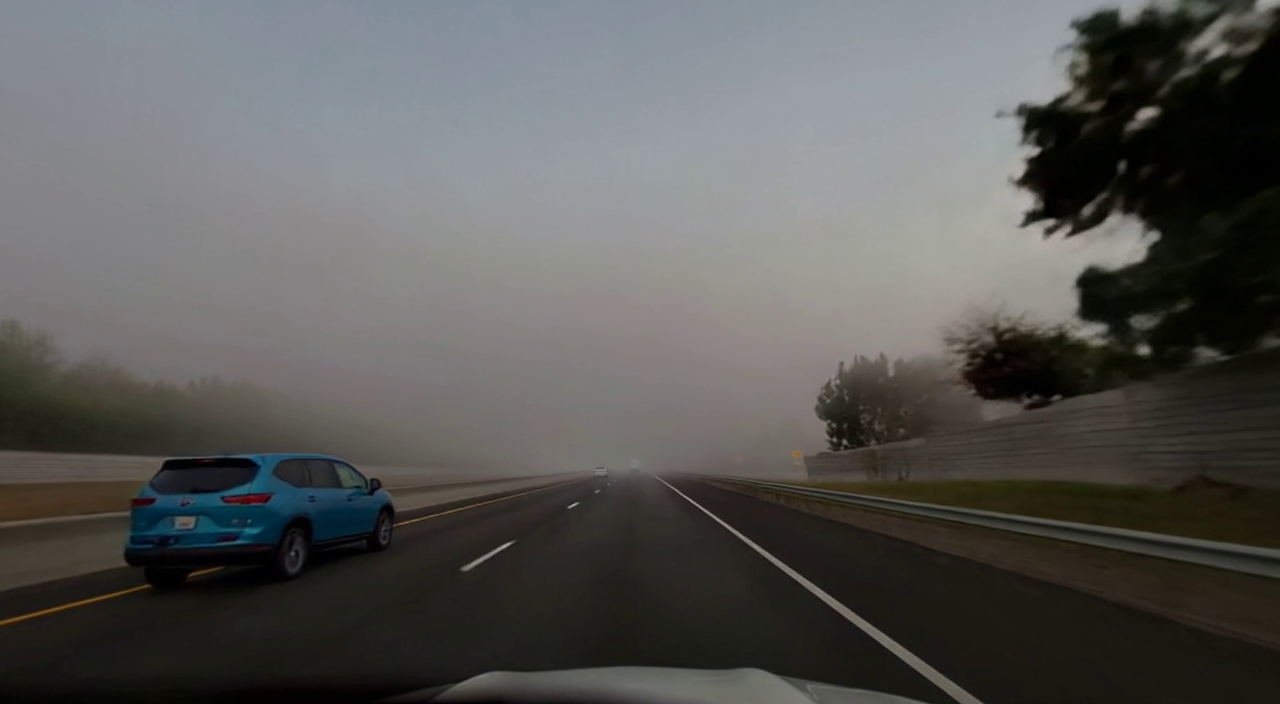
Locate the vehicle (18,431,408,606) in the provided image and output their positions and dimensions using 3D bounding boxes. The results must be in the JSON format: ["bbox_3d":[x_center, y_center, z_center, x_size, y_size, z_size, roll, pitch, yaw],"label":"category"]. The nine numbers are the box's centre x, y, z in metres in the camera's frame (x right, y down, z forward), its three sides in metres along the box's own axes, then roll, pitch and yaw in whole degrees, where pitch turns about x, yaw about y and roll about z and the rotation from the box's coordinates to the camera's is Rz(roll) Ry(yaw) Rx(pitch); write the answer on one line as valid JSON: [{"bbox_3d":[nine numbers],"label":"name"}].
[{"bbox_3d":[-4.583,1.866,7.727,1.914,1.534,4.015,1,-10,0],"label":"vehicle"}]
